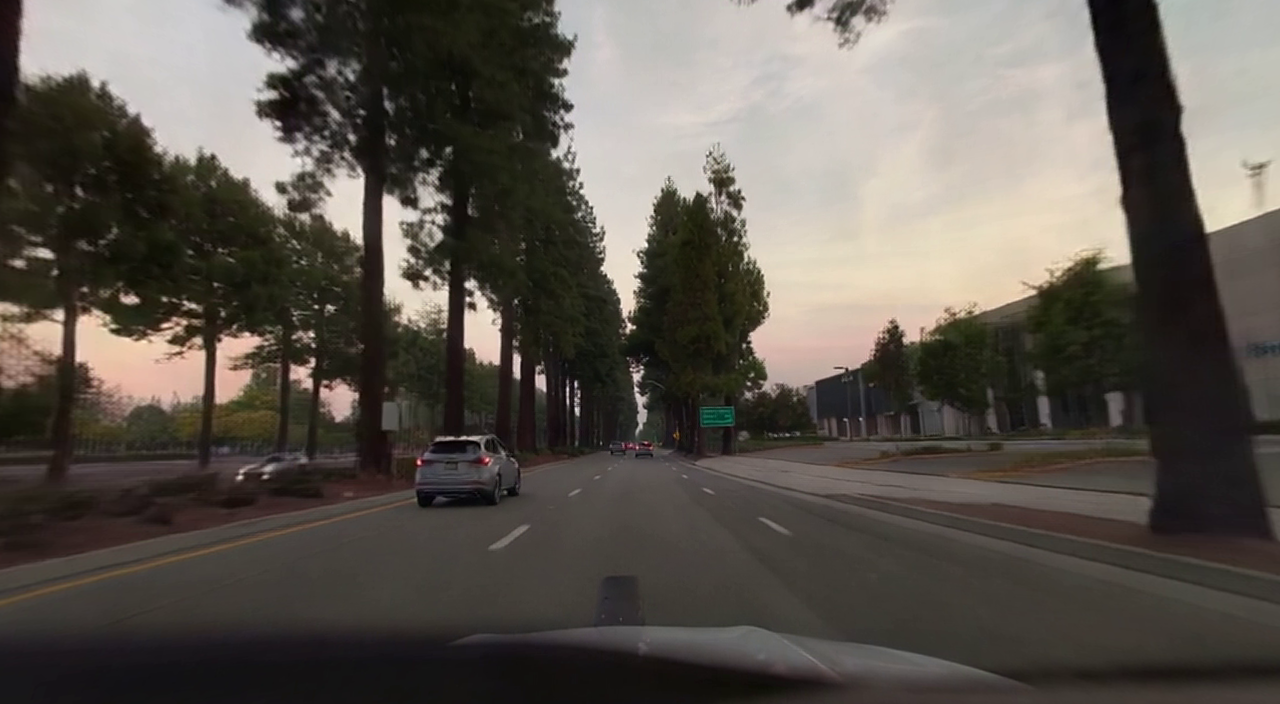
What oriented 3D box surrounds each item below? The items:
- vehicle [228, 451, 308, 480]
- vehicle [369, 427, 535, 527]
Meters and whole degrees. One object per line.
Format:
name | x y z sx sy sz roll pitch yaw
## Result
vehicle | -20.794 6.333 35.550 1.773 1.457 4.419 0 -8 1
vehicle | -3.379 2.326 12.340 1.942 1.588 4.172 0 -8 0
